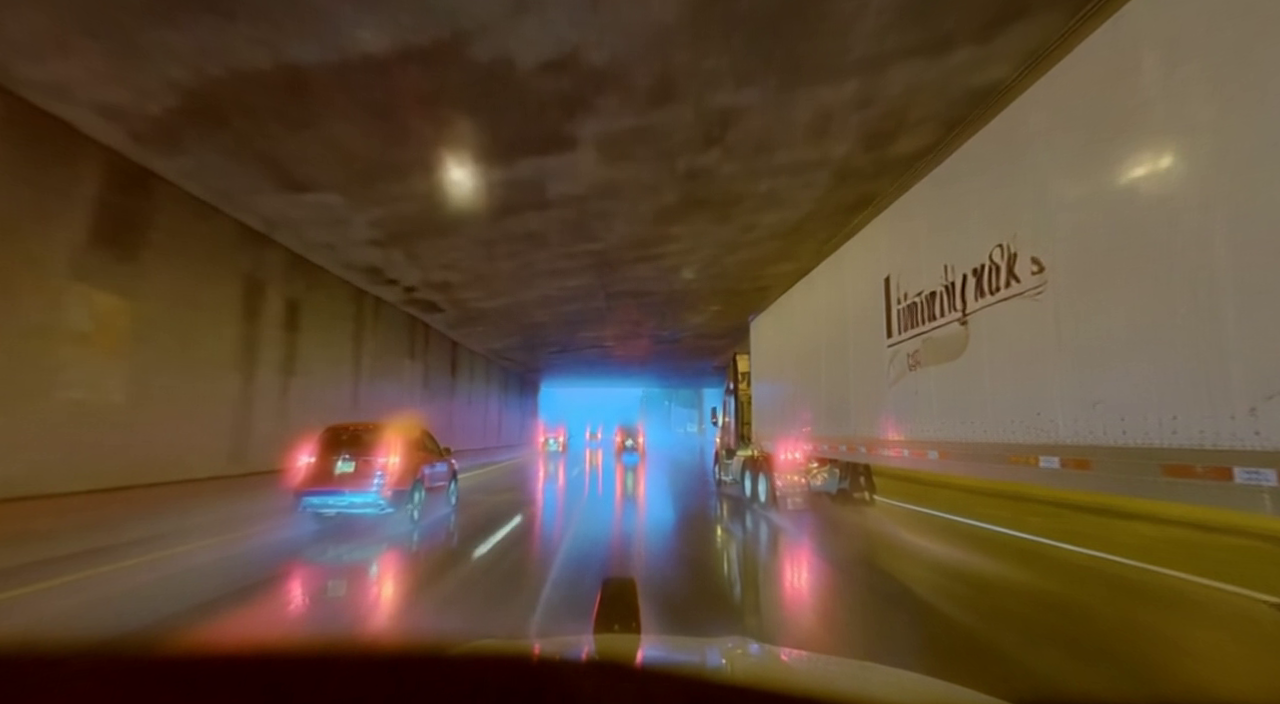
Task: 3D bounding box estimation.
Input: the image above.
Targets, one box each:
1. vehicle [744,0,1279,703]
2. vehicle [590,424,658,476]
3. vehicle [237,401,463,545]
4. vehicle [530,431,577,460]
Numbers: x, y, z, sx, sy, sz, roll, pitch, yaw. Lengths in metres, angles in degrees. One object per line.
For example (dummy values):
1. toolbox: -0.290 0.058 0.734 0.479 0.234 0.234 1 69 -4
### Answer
1. vehicle: 3.795 0.101 6.214 2.842 4.108 14.081 0 -8 -1
2. vehicle: -0.528 3.321 21.561 2.094 1.600 3.666 0 -8 -1
3. vehicle: -3.840 1.621 8.936 1.826 1.695 2.870 0 -8 -1
4. vehicle: -4.611 5.052 34.273 2.019 1.435 4.317 0 -8 -1
